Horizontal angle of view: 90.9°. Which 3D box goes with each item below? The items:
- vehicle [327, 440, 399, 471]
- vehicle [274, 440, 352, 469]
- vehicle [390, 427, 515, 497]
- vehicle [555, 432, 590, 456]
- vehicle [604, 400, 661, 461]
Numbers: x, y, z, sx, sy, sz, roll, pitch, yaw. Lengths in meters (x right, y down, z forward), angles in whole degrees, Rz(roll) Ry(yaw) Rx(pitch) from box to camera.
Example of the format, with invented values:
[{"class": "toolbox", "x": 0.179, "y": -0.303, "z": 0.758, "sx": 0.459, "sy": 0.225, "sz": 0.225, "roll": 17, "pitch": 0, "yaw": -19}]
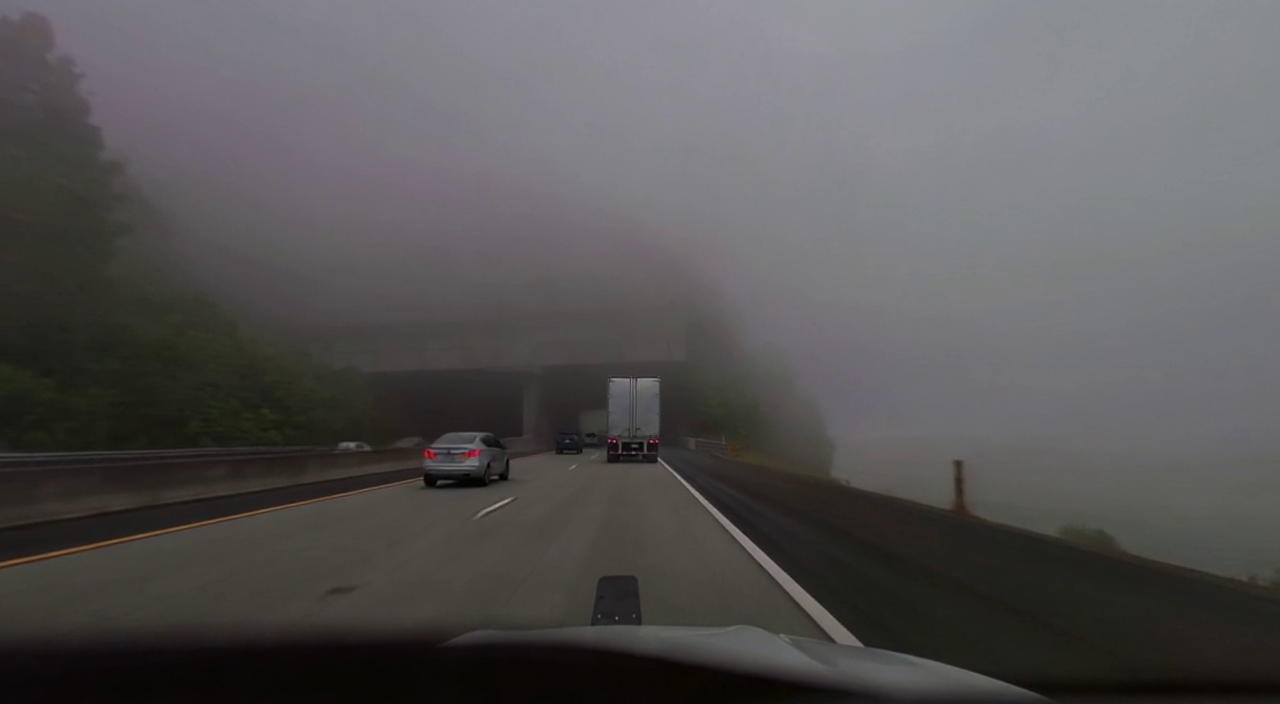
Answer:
[{"class": "vehicle", "x": -13.625, "y": 5.079, "z": 31.239, "sx": 1.922, "sy": 1.431, "sz": 3.659, "roll": 0, "pitch": -8, "yaw": 0}, {"class": "vehicle", "x": -17.790, "y": 5.566, "z": 34.556, "sx": 1.847, "sy": 1.487, "sz": 4.583, "roll": 0, "pitch": -8, "yaw": -1}, {"class": "vehicle", "x": -4.483, "y": 2.667, "z": 15.723, "sx": 1.909, "sy": 1.520, "sz": 3.897, "roll": 0, "pitch": -8, "yaw": 0}, {"class": "vehicle", "x": -5.029, "y": 6.954, "z": 47.609, "sx": 2.138, "sy": 1.697, "sz": 4.587, "roll": 0, "pitch": -8, "yaw": 1}, {"class": "vehicle", "x": -0.296, "y": 3.288, "z": 26.454, "sx": 2.319, "sy": 2.461, "sz": 1.270, "roll": 0, "pitch": -8, "yaw": 0}]
